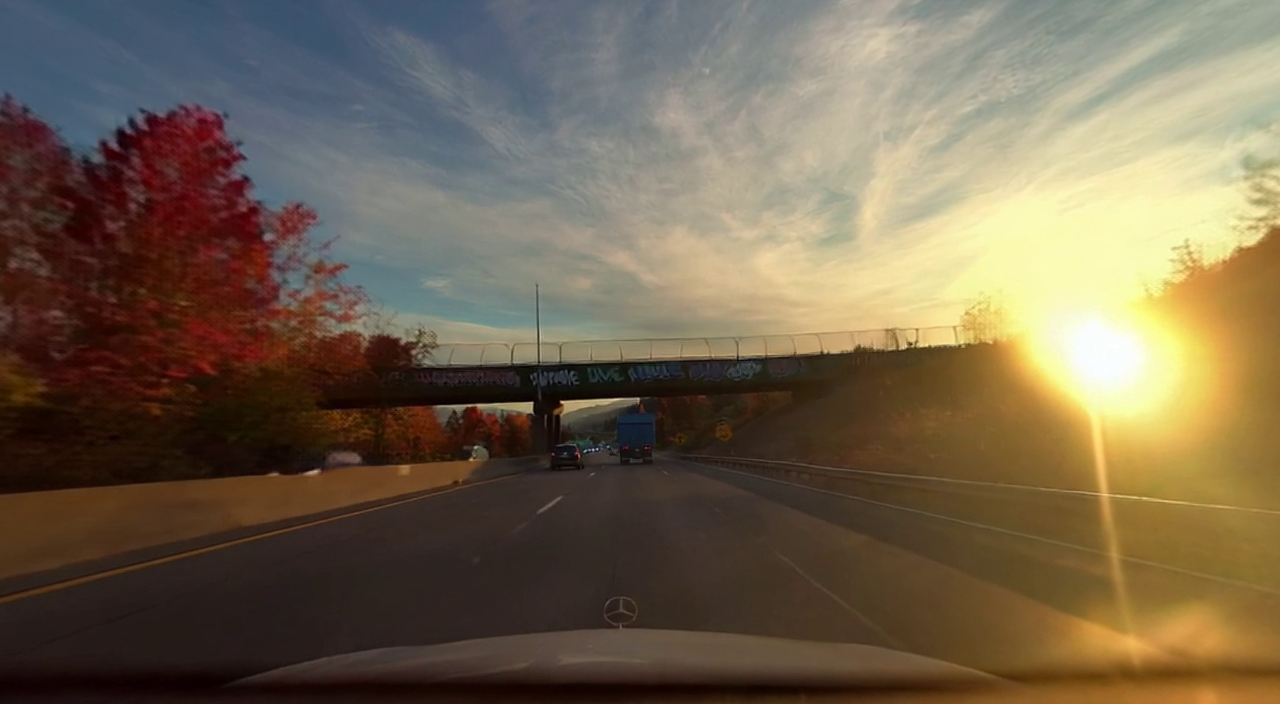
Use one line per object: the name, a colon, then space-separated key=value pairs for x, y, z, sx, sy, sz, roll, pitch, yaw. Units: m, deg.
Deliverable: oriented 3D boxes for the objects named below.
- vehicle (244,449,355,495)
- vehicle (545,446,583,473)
vehicle: x=-13.735 y=4.828 z=25.679 sx=1.890 sy=1.706 sz=4.618 roll=0 pitch=-9 yaw=1
vehicle: x=-4.485 y=6.442 z=37.679 sx=1.892 sy=1.529 sz=3.996 roll=0 pitch=-9 yaw=-1
